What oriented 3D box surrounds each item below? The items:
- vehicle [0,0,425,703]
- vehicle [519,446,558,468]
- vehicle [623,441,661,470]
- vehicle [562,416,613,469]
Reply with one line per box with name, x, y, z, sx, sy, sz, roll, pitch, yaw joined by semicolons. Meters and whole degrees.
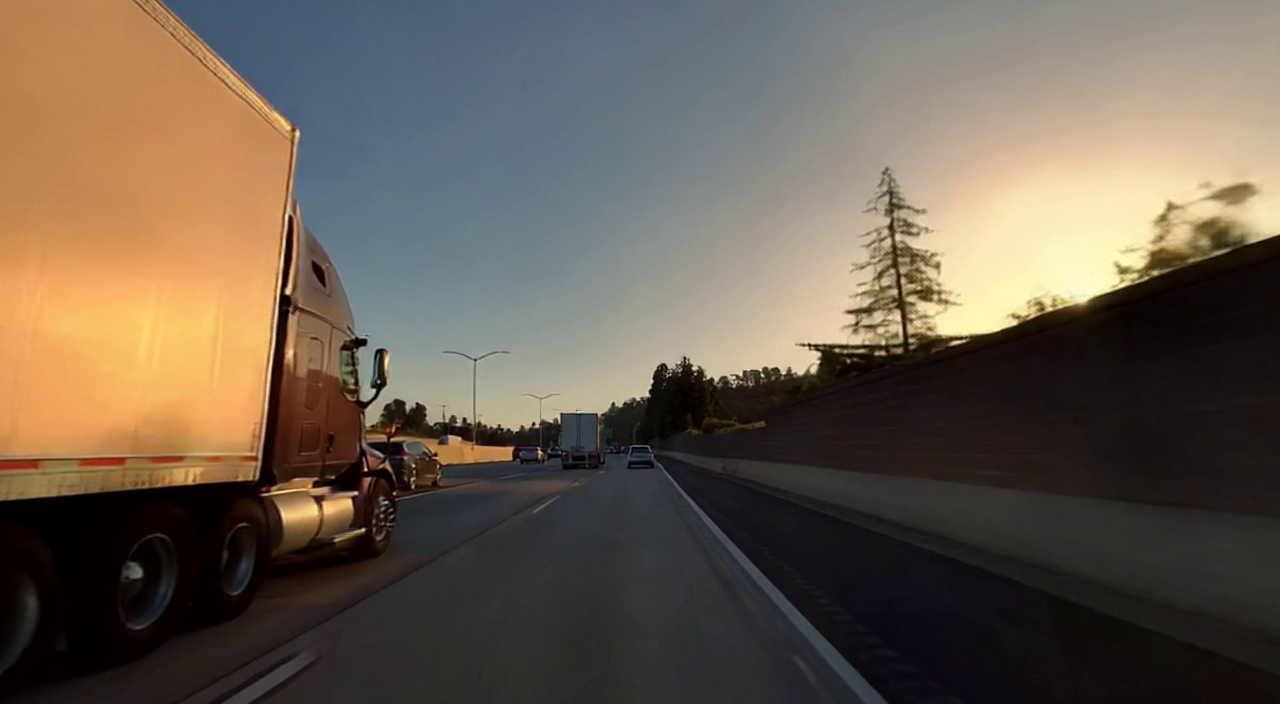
vehicle;-3.669;0.013;1.307;3.025;3.266;9.256;0;-9;1
vehicle;-7.187;7.455;44.929;1.962;1.489;4.002;0;-9;1
vehicle;0.136;6.219;37.919;2.178;1.640;4.071;0;-9;1
vehicle;-3.546;6.488;44.857;2.956;3.331;9.575;0;-9;-1
